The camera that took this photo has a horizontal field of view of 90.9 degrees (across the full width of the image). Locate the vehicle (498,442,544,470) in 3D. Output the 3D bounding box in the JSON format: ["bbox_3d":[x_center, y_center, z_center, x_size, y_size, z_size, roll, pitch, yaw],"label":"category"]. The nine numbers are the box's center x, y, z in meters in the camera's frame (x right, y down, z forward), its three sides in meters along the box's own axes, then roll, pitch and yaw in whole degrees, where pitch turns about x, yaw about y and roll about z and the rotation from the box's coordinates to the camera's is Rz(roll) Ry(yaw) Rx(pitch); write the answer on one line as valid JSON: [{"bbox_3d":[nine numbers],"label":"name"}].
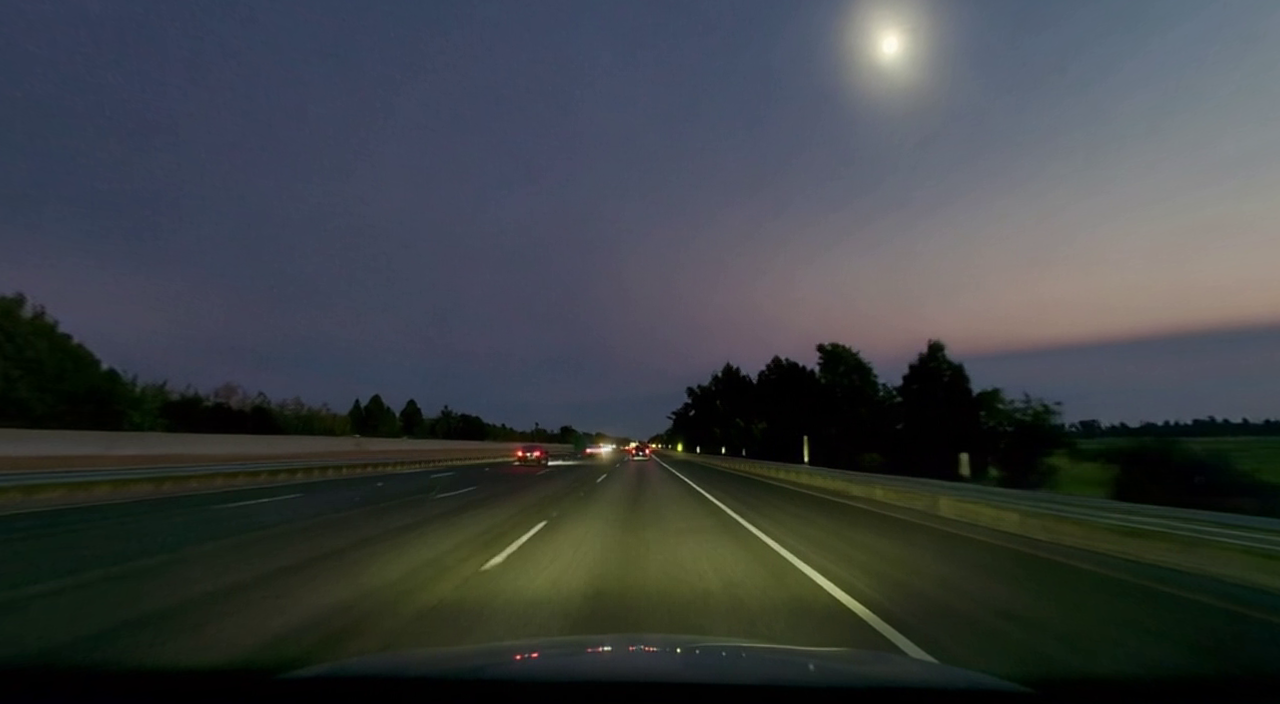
[{"bbox_3d":[-7.171,6.265,38.328,1.972,1.603,3.891,0,-8,0],"label":"vehicle"}]
